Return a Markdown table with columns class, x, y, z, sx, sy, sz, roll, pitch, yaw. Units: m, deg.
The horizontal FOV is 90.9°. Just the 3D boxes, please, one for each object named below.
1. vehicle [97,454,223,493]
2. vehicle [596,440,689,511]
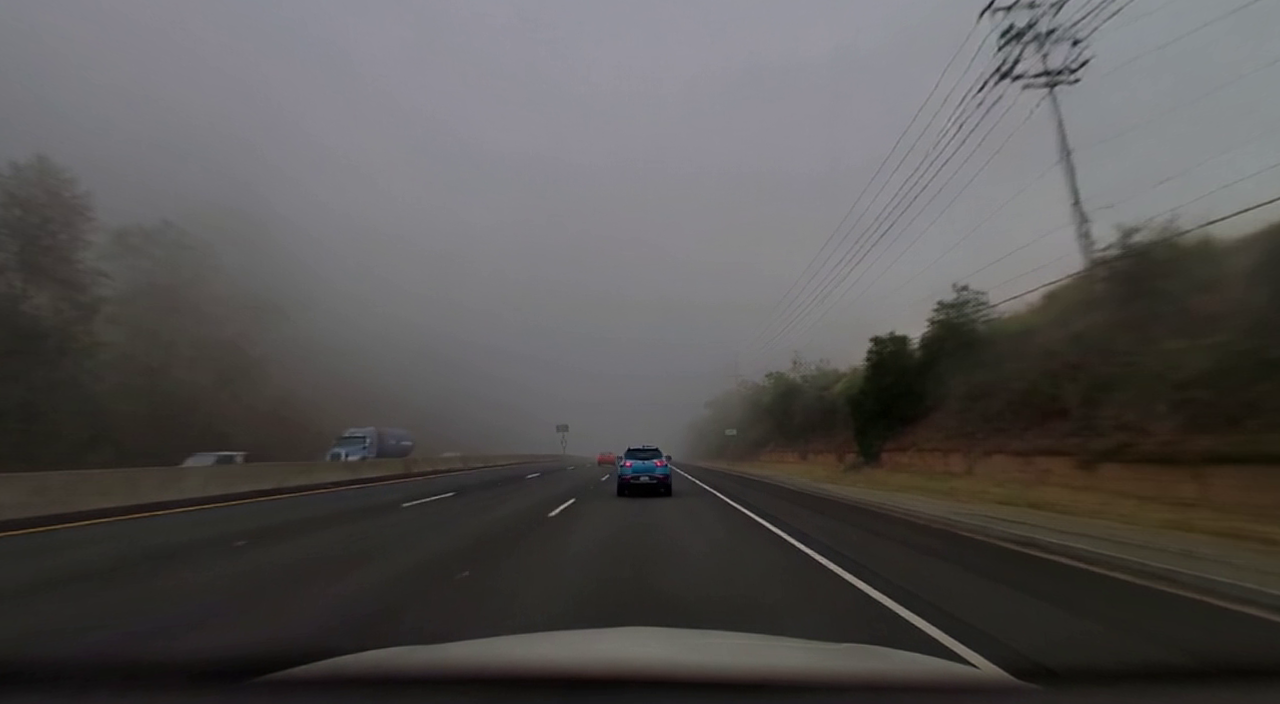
| class | x | y | z | sx | sy | sz | roll | pitch | yaw |
| --- | --- | --- | --- | --- | --- | --- | --- | --- | --- |
| vehicle | -20.041 | 5.075 | 26.590 | 1.880 | 1.463 | 4.298 | 0 | -9 | 1 |
| vehicle | 0.039 | 2.960 | 15.568 | 1.966 | 1.499 | 4.298 | 0 | -9 | 0 |
